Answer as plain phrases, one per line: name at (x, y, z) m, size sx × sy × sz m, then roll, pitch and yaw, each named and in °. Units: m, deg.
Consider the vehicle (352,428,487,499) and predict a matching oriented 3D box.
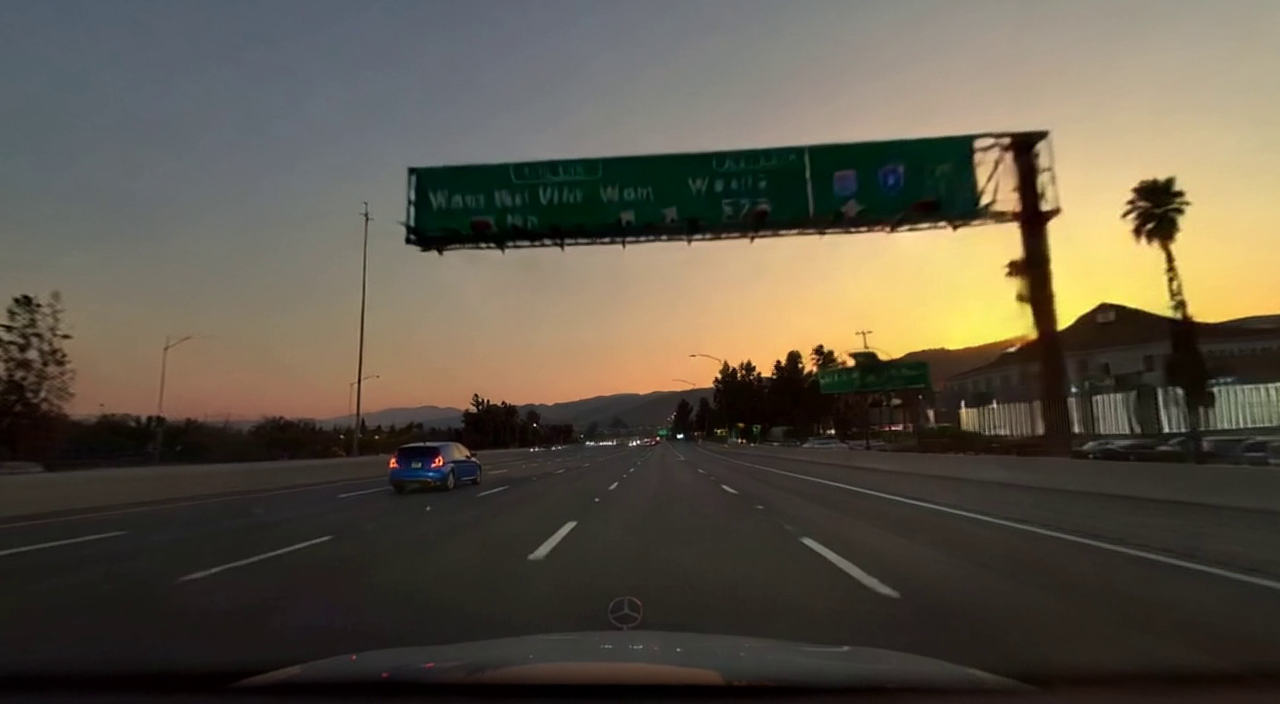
vehicle at (-6.282, 3.229, 18.705) m, size 2.145 × 1.793 × 4.762 m, roll -1°, pitch -8°, yaw 2°
